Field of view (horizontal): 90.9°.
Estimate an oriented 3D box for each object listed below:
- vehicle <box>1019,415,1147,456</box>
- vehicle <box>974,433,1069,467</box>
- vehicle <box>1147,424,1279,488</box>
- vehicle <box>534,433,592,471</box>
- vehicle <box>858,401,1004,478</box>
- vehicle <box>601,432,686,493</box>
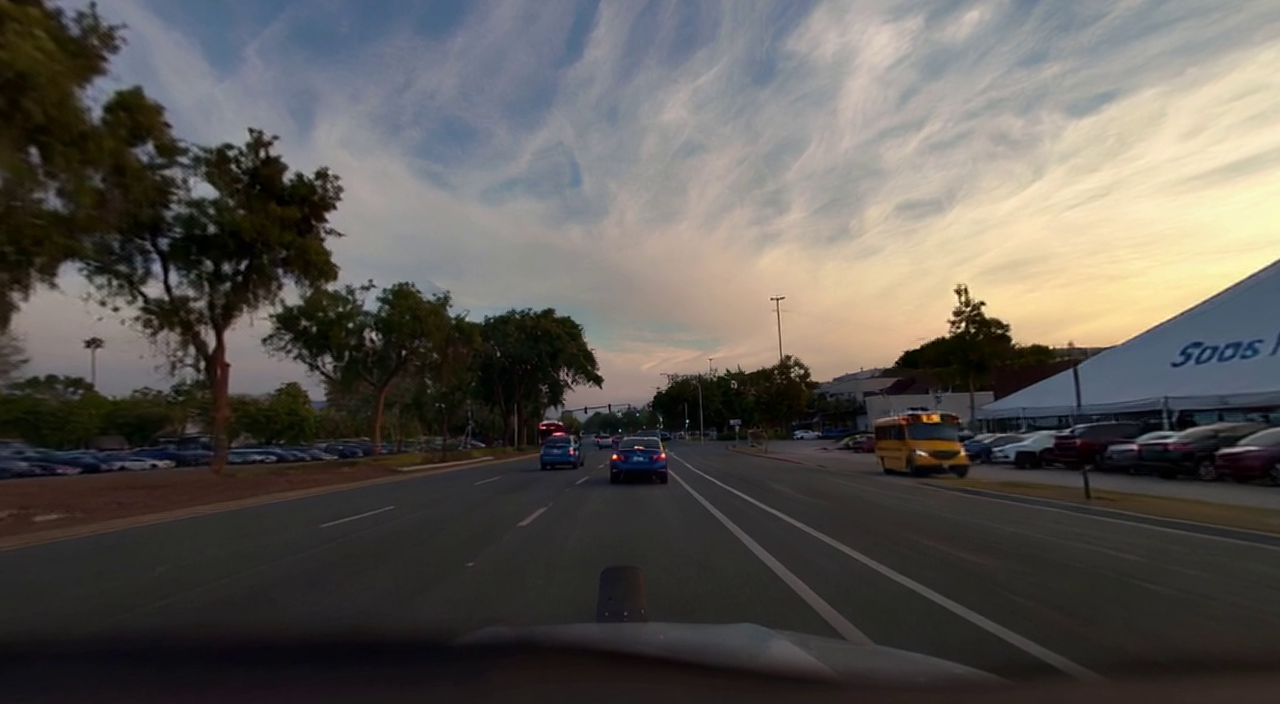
[{"bbox_3d":[23.669,4.578,34.149,2.225,2.013,6.379,0,-9,-1],"label":"vehicle"},{"bbox_3d":[18.406,4.757,30.668,1.826,1.532,4.290,0,-9,-1],"label":"vehicle"},{"bbox_3d":[18.419,3.122,19.097,1.965,1.749,4.838,0,-9,-2],"label":"vehicle"},{"bbox_3d":[-3.585,4.764,30.136,2.148,1.636,4.199,0,-9,2],"label":"vehicle"},{"bbox_3d":[11.400,3.565,25.488,2.754,2.711,6.196,0,-9,-1],"label":"vehicle"},{"bbox_3d":[0.045,3.092,17.965,2.123,1.498,4.226,0,-9,-1],"label":"vehicle"}]
